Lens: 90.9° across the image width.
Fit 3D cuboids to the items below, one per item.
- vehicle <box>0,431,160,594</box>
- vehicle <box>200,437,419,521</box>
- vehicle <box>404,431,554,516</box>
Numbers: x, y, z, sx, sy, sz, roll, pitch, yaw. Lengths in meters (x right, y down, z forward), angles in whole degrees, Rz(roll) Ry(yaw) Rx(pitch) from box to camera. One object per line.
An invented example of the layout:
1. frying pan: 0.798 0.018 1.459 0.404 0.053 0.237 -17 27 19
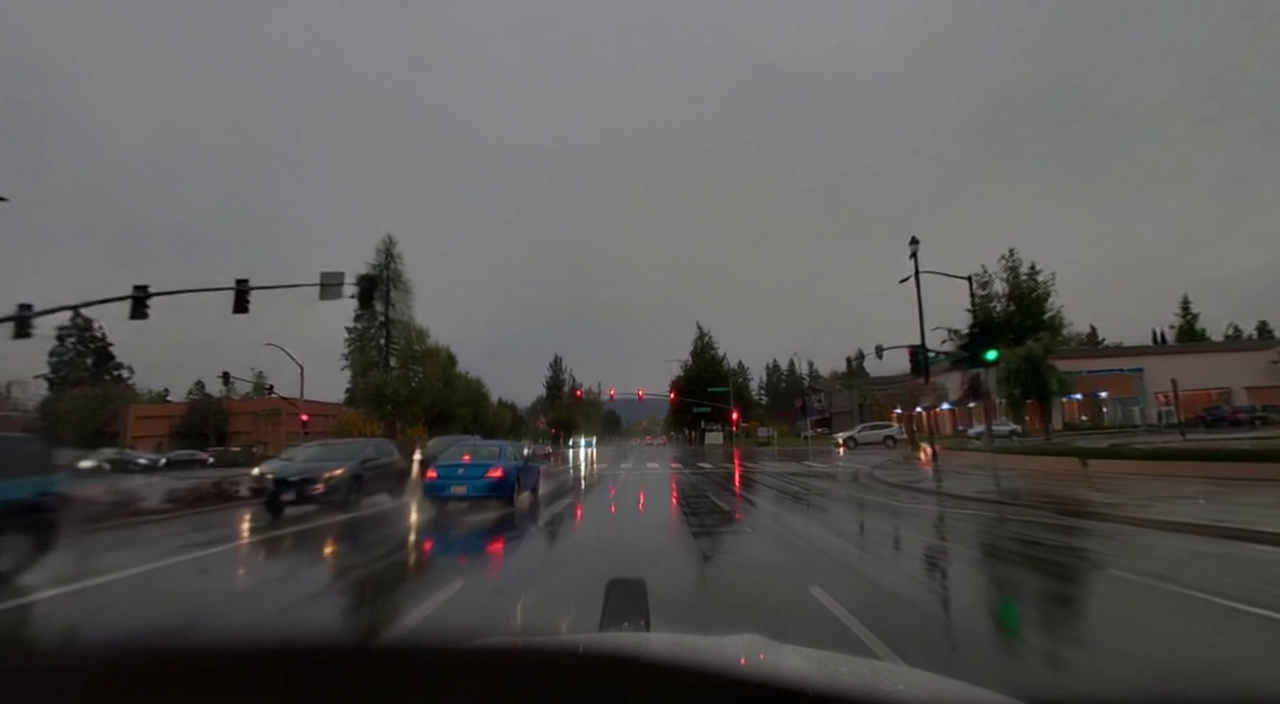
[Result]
1. vehicle: -6.818 1.406 5.300 2.006 1.461 4.476 -1 -8 0
2. vehicle: -6.790 2.640 13.720 2.133 1.485 4.681 -1 -8 2
3. vehicle: -3.161 2.487 13.417 1.924 1.480 4.421 -1 -8 2
